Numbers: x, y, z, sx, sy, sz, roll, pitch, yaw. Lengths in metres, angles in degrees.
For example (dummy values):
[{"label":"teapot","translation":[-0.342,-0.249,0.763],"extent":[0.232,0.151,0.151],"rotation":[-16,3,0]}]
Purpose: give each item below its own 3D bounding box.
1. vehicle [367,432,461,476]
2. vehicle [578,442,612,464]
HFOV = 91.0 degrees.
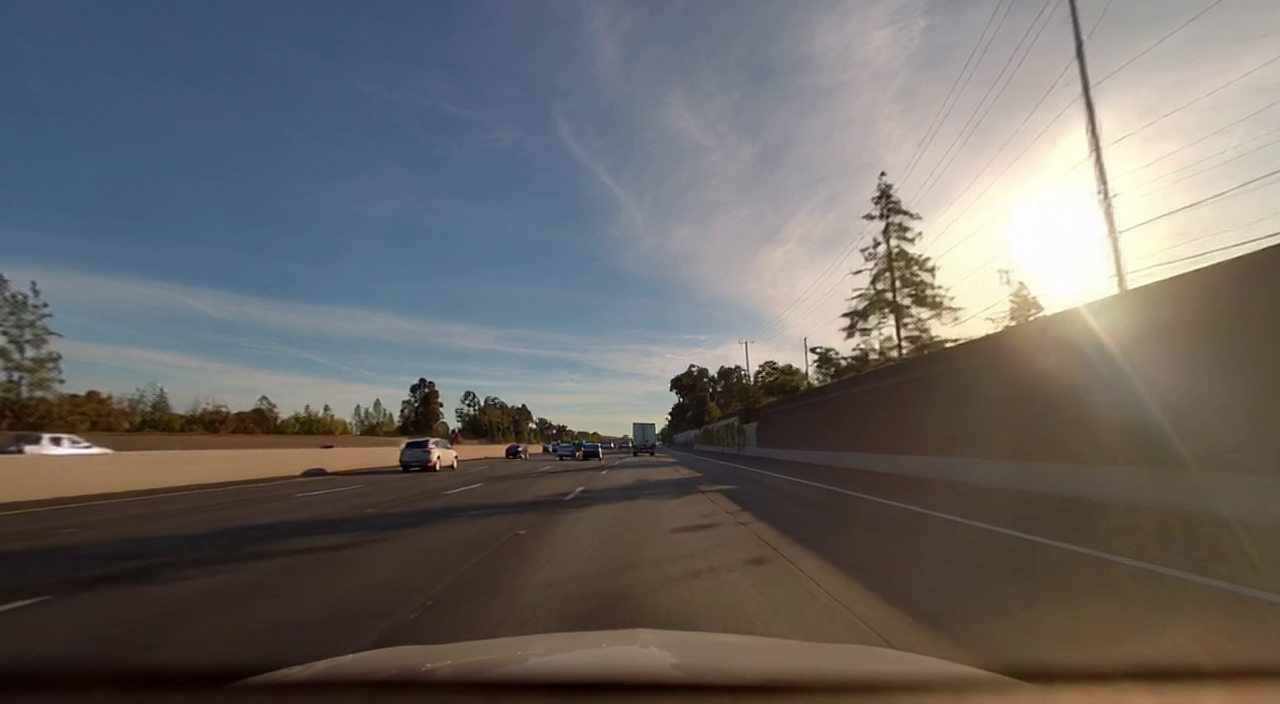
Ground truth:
[{"label":"vehicle","translation":[-10.608,4.845,30.158],"extent":[2.310,1.853,5.817],"rotation":[0,-9,1]},{"label":"vehicle","translation":[-3.226,7.340,46.022],"extent":[2.045,1.532,4.954],"rotation":[0,-9,1]}]
